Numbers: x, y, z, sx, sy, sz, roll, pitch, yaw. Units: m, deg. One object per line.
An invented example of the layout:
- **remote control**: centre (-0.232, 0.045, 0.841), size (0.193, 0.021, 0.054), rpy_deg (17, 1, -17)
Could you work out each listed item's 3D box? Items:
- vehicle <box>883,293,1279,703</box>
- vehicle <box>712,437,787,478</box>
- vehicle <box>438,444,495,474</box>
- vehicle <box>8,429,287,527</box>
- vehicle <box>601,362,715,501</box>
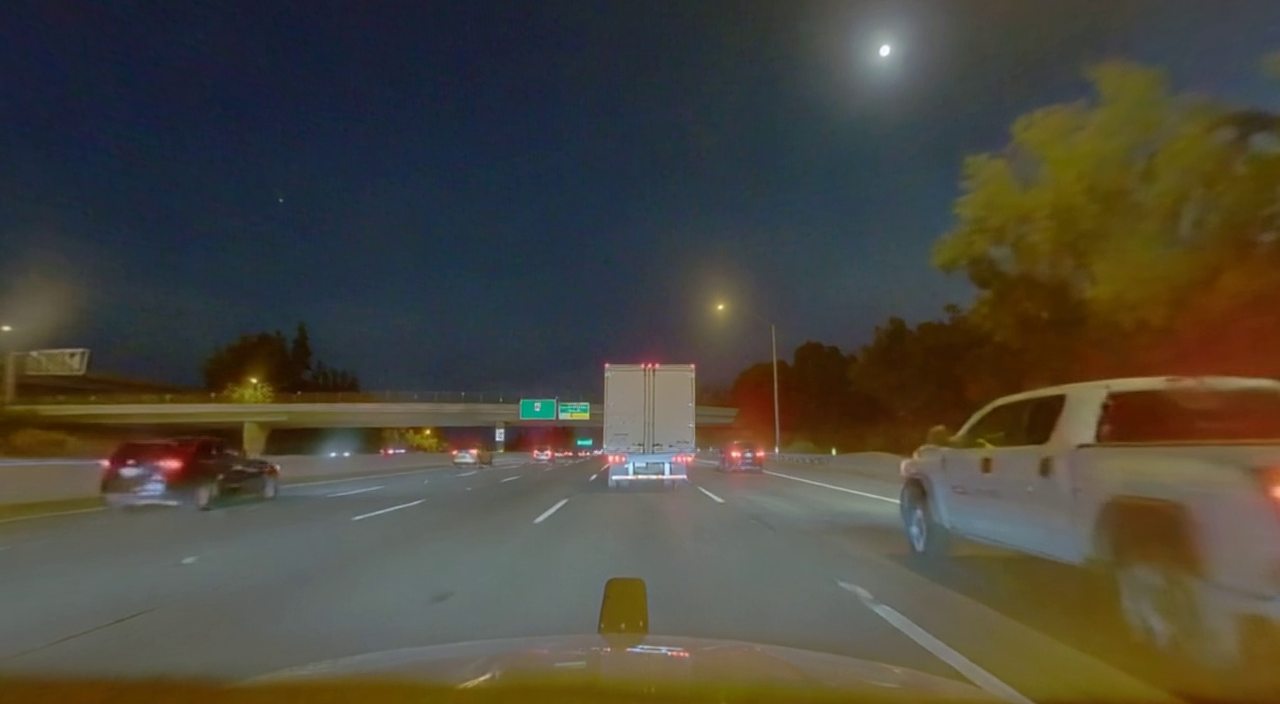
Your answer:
- **vehicle**: centre (4.017, 1.026, 4.913), size (2.174, 1.968, 5.016), rpy_deg (0, -9, 0)
- **vehicle**: centre (4.427, 4.358, 26.328), size (2.108, 1.508, 4.744), rpy_deg (0, -9, -2)
- **vehicle**: centre (-11.029, 6.816, 40.534), size (2.217, 1.797, 5.226), rpy_deg (0, -9, -1)
- **vehicle**: centre (-10.412, 2.679, 14.080), size (2.119, 1.747, 5.121), rpy_deg (0, -9, -1)
- **vehicle**: centre (0.236, 2.845, 21.734), size (2.916, 3.584, 10.841), rpy_deg (0, -9, -2)
